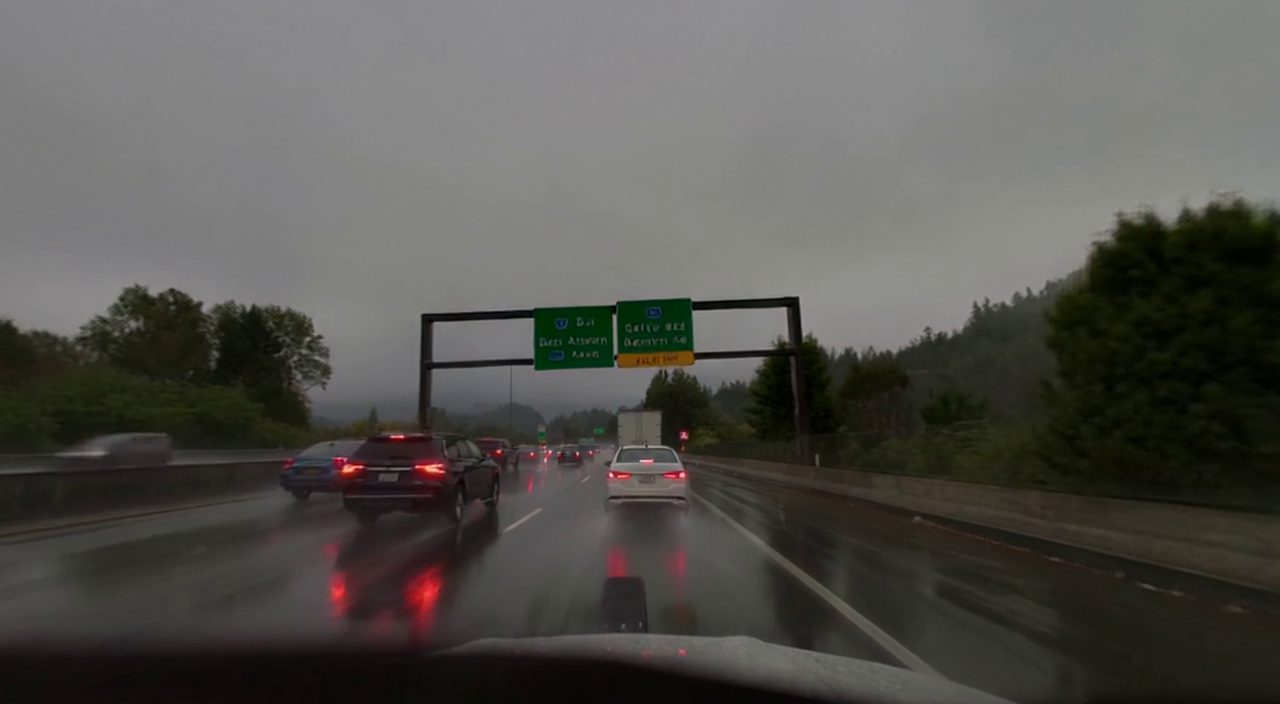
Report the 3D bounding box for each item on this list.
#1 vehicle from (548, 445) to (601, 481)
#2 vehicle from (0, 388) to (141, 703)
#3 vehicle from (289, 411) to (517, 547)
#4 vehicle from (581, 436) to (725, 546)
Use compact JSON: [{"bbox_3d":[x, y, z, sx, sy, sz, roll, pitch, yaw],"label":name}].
[{"bbox_3d":[-2.873,4.979,28.451,1.998,1.466,3.684,0,-9,0],"label":"vehicle"},{"bbox_3d":[-3.414,0.645,0.779,1.980,1.491,4.340,0,-9,1],"label":"vehicle"},{"bbox_3d":[-3.686,2.093,10.972,2.051,1.829,4.736,0,-9,1],"label":"vehicle"},{"bbox_3d":[0.170,2.206,10.529,1.995,1.495,3.380,0,-9,0],"label":"vehicle"}]
